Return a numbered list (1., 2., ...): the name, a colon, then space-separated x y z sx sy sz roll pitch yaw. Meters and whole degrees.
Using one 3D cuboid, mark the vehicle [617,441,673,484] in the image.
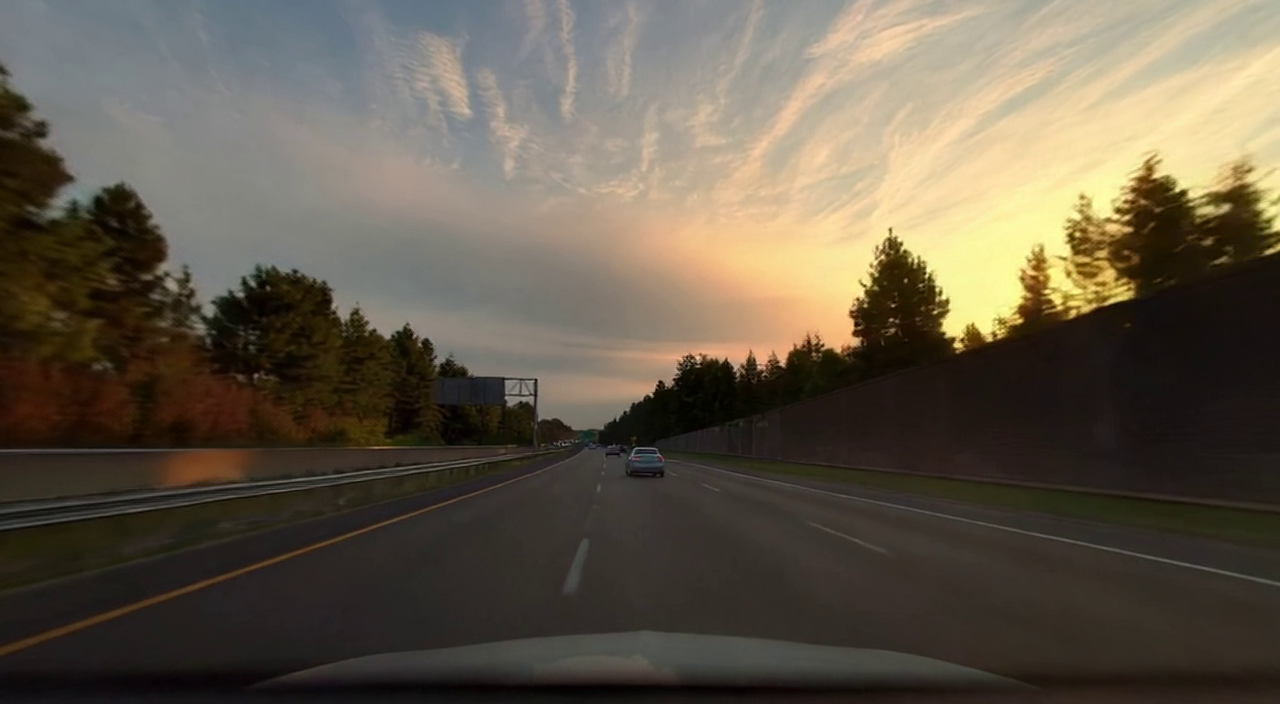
1. vehicle: 0.113 4.421 25.471 2.011 1.590 3.607 1 -9 -4
